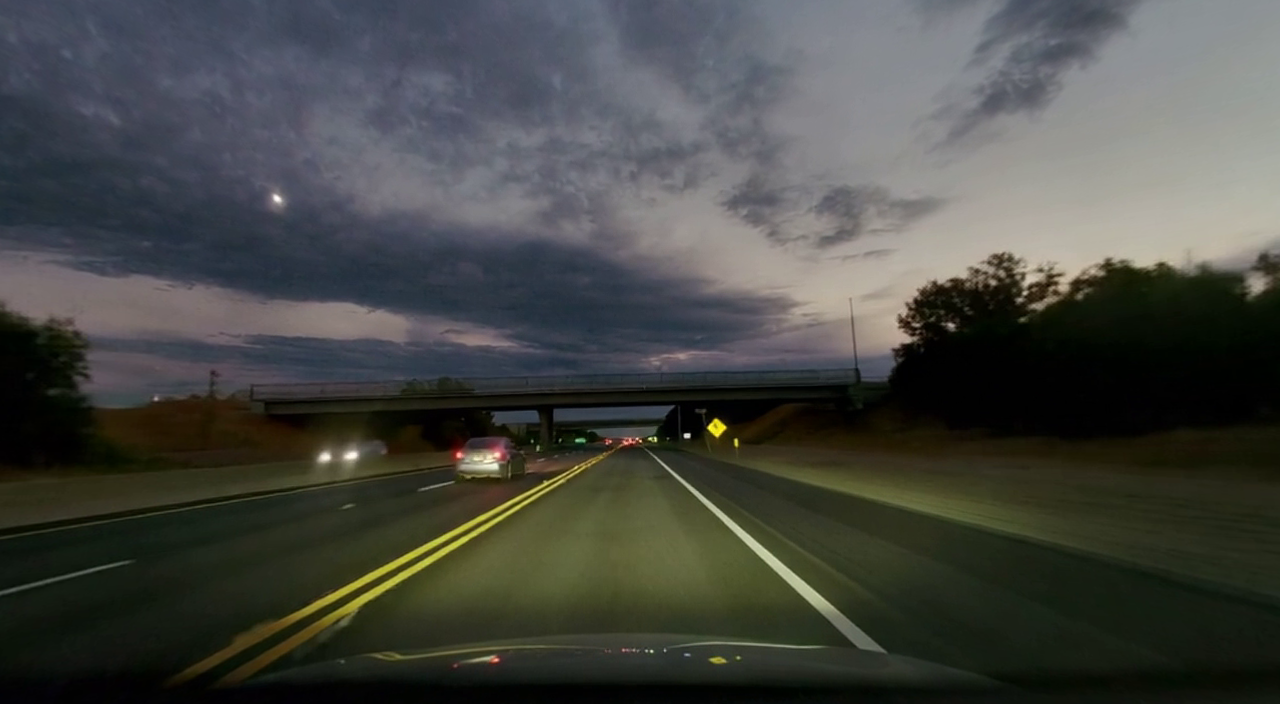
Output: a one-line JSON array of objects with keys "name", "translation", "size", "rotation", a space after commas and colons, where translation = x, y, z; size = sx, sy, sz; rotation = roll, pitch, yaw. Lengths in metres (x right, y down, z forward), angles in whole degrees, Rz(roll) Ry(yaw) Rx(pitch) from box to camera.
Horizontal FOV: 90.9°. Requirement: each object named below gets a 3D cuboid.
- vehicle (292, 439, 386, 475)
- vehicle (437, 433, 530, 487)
[{"name": "vehicle", "translation": [-13.589, 4.742, 28.797], "size": [1.993, 1.485, 4.604], "rotation": [0, -8, 0]}, {"name": "vehicle", "translation": [-4.825, 3.355, 19.998], "size": [1.965, 1.513, 3.774], "rotation": [0, -8, 0]}]
